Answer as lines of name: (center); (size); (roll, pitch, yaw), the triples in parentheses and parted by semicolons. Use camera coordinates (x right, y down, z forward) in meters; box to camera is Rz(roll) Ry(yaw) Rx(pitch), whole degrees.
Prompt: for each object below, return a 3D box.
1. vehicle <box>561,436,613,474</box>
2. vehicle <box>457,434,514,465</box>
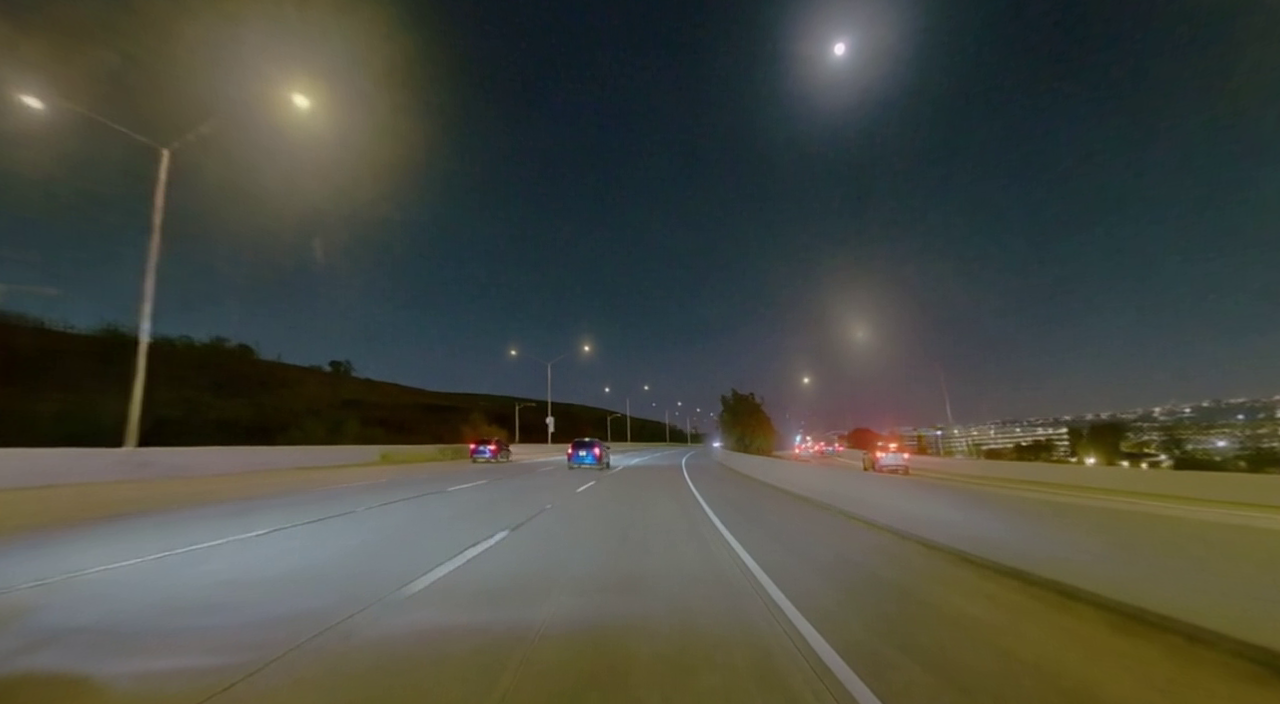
vehicle: (-2.633, 5.201, 32.188); (2.028, 1.782, 4.150); (-1, -8, 4)
vehicle: (-9.443, 5.995, 38.884); (2.039, 1.746, 4.528); (-1, -8, 5)
